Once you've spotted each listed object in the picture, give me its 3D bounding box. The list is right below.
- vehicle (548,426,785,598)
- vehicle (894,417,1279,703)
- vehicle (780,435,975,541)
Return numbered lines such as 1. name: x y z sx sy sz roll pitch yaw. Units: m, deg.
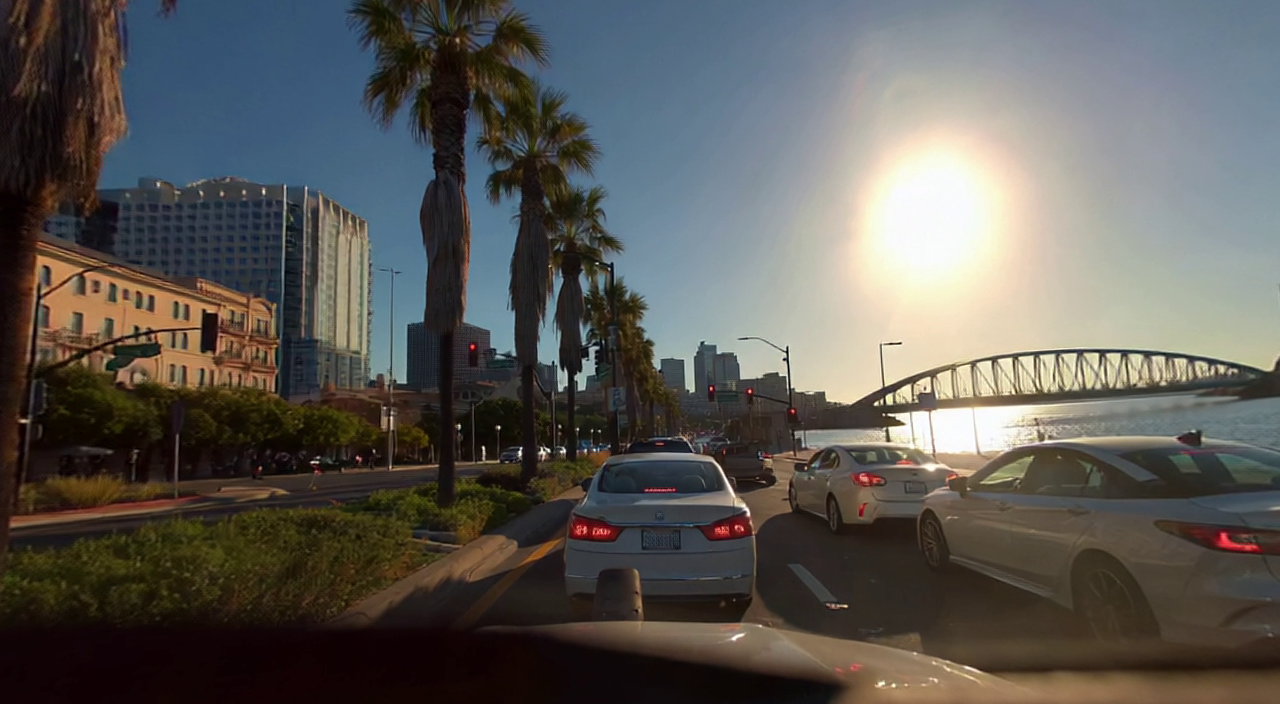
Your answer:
1. vehicle: 0.262 1.705 7.499 2.093 1.503 3.681 0 -9 1
2. vehicle: 3.915 1.364 5.089 1.913 1.469 4.425 0 -9 0
3. vehicle: 3.888 2.290 11.302 1.920 1.490 4.417 -1 -9 2
